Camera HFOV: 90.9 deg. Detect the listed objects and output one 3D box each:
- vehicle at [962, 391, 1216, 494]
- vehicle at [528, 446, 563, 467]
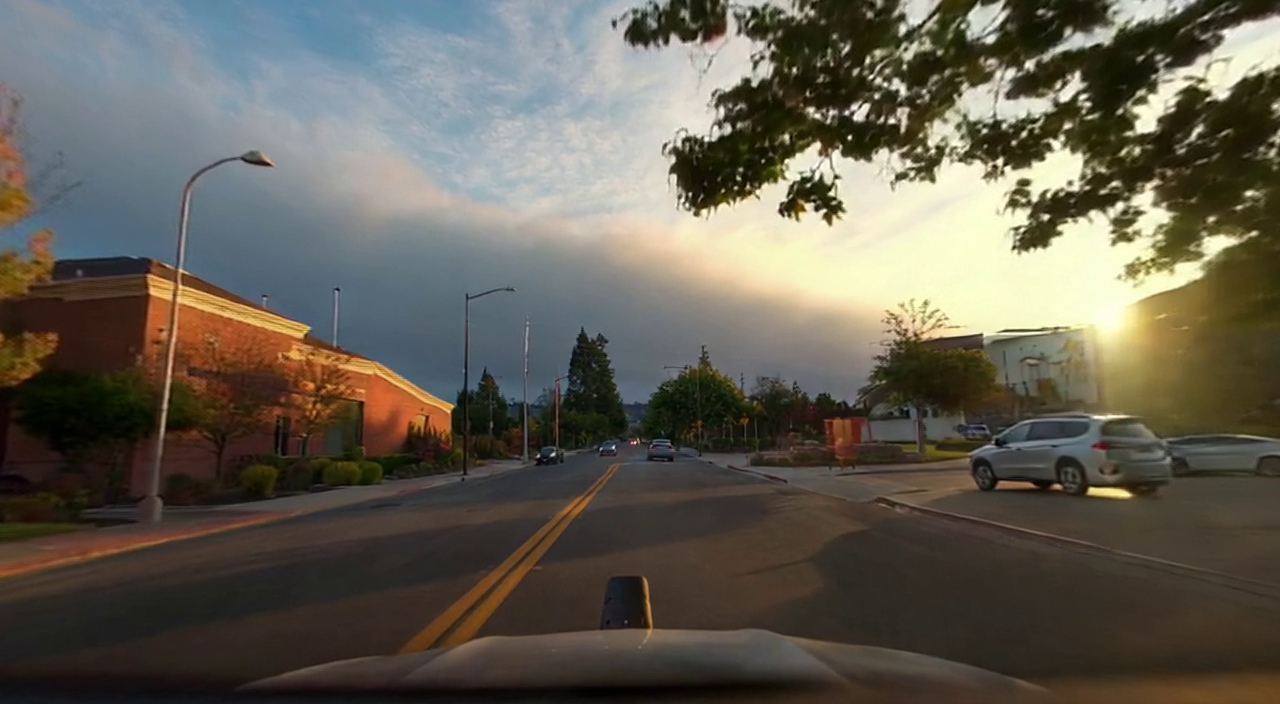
[{"bbox_3d":[9.304,2.054,13.748,2.018,1.840,4.662,1,-10,0],"label":"vehicle"},{"bbox_3d":[-7.021,7.789,47.166,1.930,1.463,4.195,0,-9,0],"label":"vehicle"}]
